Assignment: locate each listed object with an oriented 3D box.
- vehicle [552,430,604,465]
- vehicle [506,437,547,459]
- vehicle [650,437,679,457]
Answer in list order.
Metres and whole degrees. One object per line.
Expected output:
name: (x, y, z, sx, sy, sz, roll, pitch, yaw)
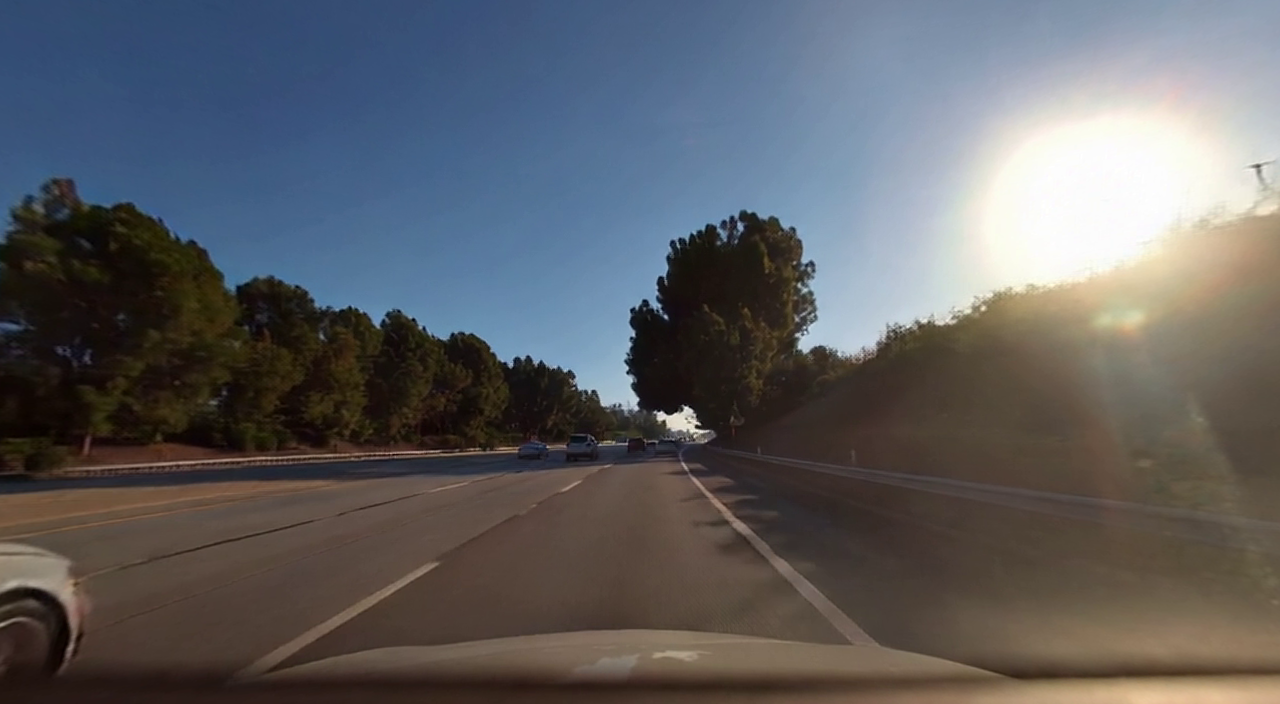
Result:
vehicle: (-3.203, 5.091, 33.586, 2.071, 1.716, 4.363, 0, -8, 3)
vehicle: (-7.775, 6.642, 43.548, 1.883, 1.411, 4.053, 0, -8, 3)
vehicle: (1.883, 7.162, 47.509, 2.113, 1.464, 4.073, -1, -8, 4)
